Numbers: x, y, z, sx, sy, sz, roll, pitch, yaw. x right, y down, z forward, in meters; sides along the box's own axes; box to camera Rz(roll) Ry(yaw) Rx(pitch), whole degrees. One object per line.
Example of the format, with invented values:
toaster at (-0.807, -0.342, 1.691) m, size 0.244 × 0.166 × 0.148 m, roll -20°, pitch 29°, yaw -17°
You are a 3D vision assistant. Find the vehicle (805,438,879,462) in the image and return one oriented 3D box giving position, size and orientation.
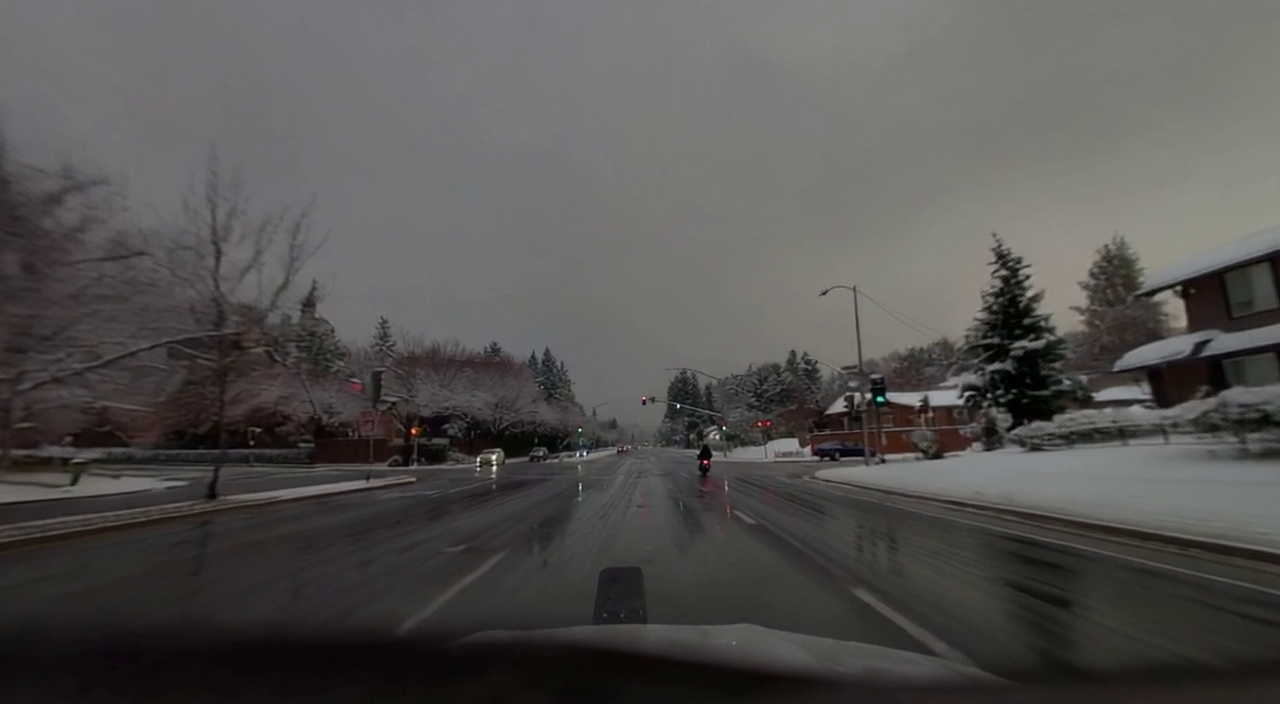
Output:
vehicle at (15.477, 7.569, 48.554) m, size 4.947 × 1.771 × 2.222 m, roll 0°, pitch -8°, yaw 0°
